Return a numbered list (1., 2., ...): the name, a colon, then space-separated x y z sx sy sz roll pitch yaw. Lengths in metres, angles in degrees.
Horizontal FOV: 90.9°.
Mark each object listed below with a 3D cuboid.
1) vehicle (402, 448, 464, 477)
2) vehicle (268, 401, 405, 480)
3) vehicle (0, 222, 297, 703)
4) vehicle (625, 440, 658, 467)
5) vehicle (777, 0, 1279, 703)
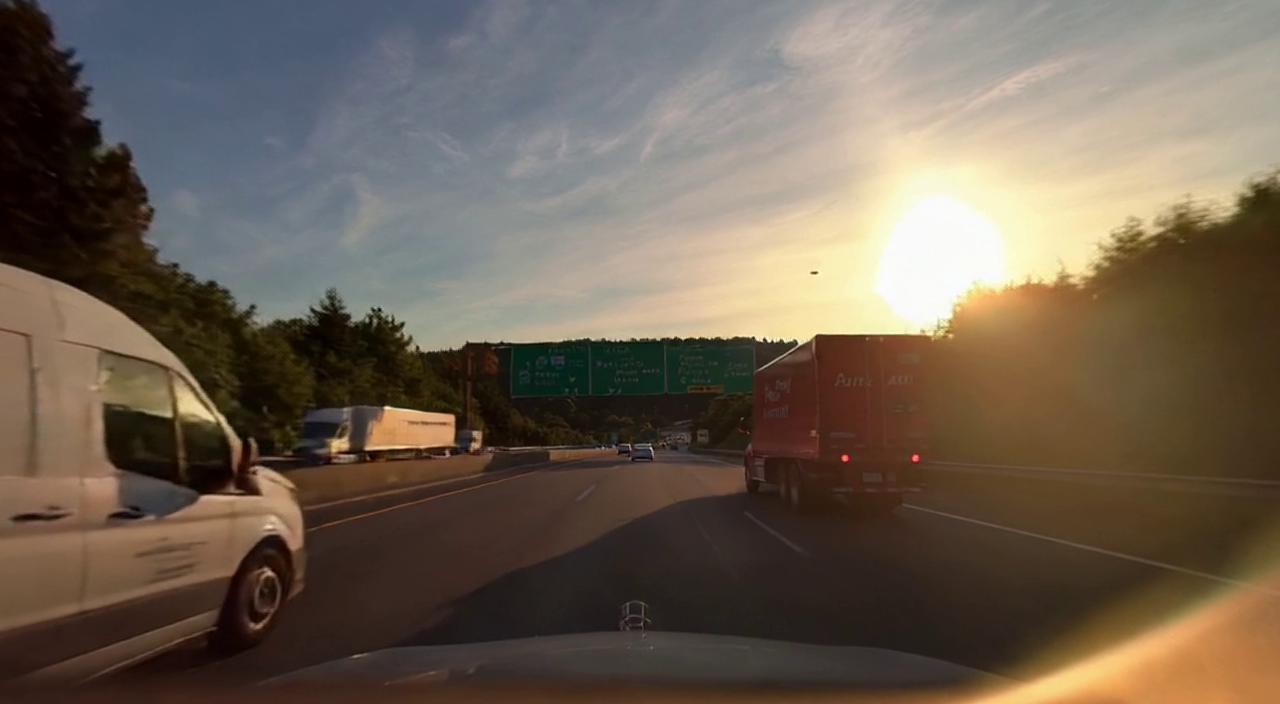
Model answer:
1. vehicle: -11.156 5.954 34.273 1.893 1.467 4.354 0 -9 0
2. vehicle: -15.022 4.552 32.085 2.856 3.511 7.972 0 -9 1
3. vehicle: -3.250 0.374 0.572 2.572 1.927 5.803 0 -9 0
4. vehicle: 0.087 6.730 41.843 2.067 1.690 3.901 0 -9 0
5. vehicle: 4.384 0.140 5.948 3.011 4.028 13.890 0 -9 0
